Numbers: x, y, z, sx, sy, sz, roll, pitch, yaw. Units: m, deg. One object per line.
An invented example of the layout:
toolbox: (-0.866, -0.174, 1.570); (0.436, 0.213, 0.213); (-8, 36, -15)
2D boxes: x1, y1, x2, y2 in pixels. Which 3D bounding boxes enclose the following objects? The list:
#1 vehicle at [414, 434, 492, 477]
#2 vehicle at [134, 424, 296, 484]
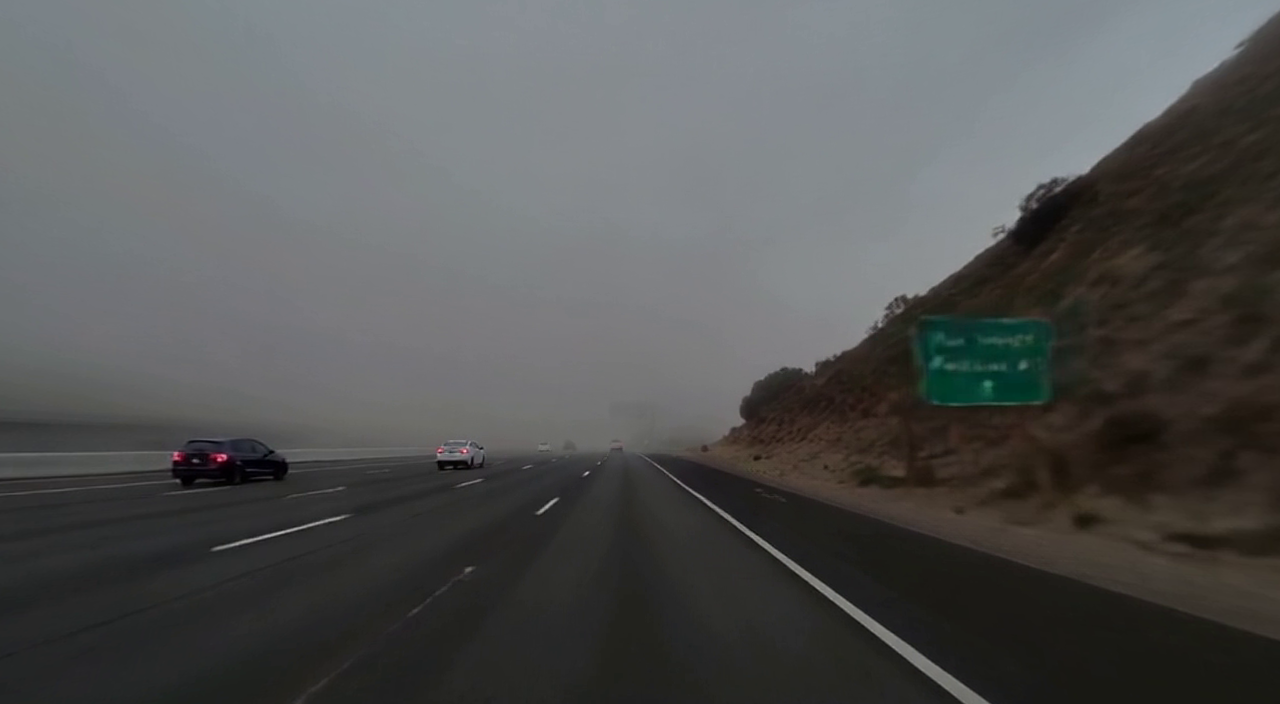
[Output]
vehicle: (-8.038, 4.488, 27.596); (2.104, 1.715, 4.319); (0, -9, -1)
vehicle: (-15.450, 3.764, 23.491); (2.240, 1.953, 5.452); (0, -9, -1)
